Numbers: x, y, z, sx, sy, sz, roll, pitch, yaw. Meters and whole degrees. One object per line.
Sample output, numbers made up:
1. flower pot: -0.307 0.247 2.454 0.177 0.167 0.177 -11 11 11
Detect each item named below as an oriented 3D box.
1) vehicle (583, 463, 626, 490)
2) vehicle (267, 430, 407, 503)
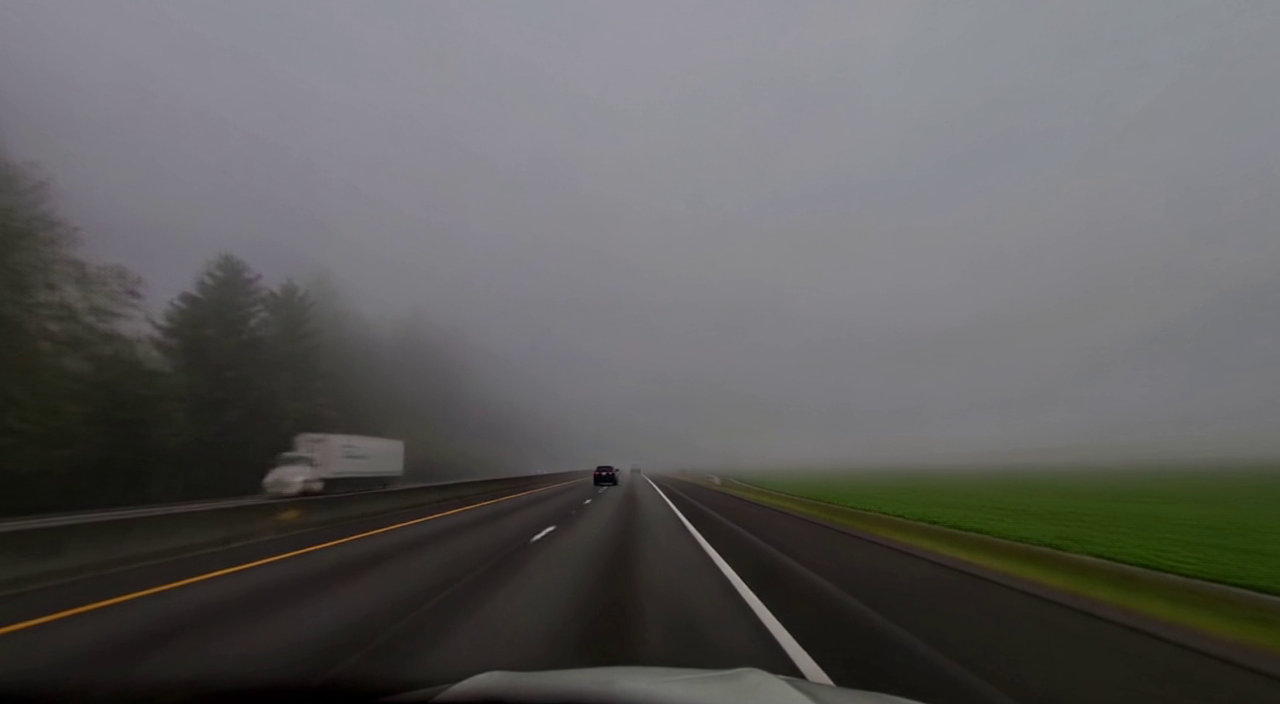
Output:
1. vehicle: -1.993 7.304 37.012 2.183 1.435 4.653 0 -10 0
2. vehicle: -17.051 6.658 36.650 2.931 3.579 10.281 1 -10 0
